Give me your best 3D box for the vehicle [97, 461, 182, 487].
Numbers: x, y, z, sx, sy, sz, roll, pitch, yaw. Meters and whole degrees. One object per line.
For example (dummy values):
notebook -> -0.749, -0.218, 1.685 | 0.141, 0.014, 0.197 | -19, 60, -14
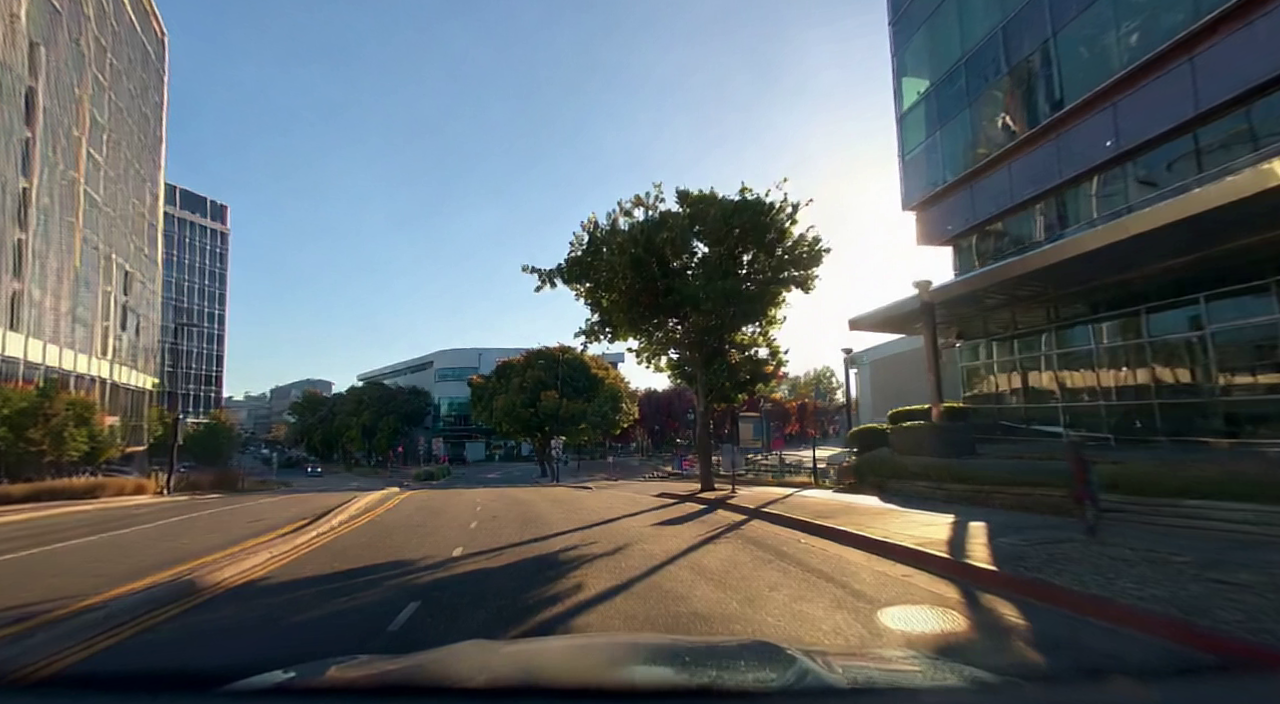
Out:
vehicle -> -36.442, 8.901, 46.094 | 4.473, 1.778, 2.125 | -1, -8, 4
